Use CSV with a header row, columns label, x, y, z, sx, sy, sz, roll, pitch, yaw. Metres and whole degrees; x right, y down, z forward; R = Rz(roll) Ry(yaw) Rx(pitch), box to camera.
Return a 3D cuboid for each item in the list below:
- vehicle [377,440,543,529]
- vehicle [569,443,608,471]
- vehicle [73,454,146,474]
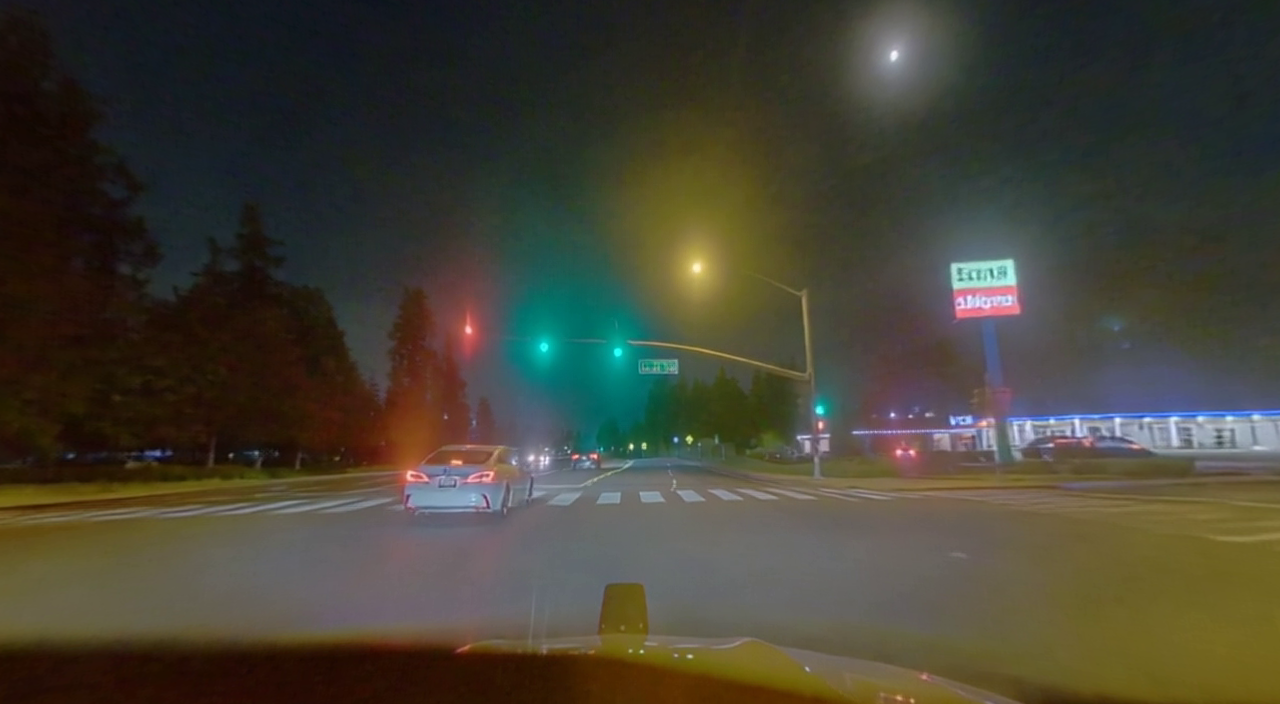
label,x,y,z,sx,sy,sz,roll,pitch,yaw
vehicle,-3.368,2.550,12.840,2.018,1.477,4.401,0,-8,1
vehicle,-3.240,6.743,40.704,2.109,1.692,4.220,0,-8,1
vehicle,-40.633,8.541,48.396,1.716,1.438,4.412,0,-9,0
